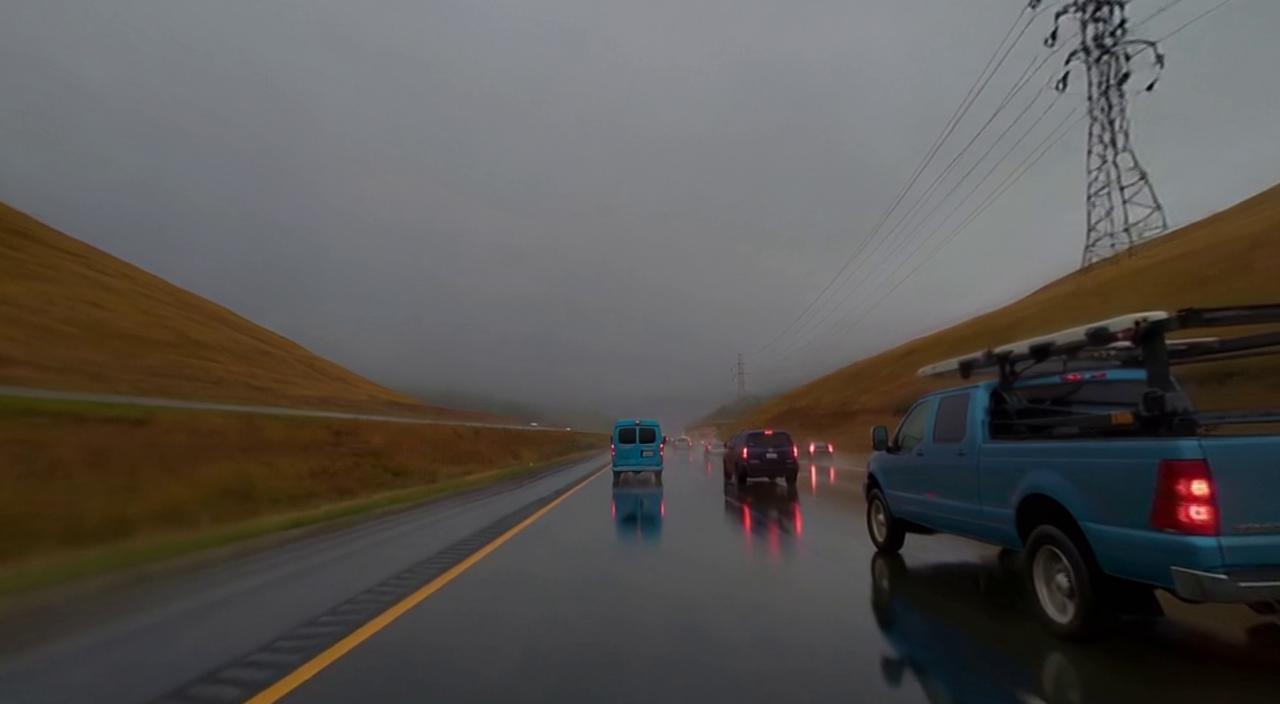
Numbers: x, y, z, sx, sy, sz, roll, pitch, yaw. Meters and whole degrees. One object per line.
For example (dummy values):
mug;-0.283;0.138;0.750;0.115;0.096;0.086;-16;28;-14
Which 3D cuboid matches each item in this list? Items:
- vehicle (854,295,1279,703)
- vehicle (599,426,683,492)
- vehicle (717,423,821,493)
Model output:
vehicle;3.903;1.030;4.540;2.691;1.901;5.744;0;-8;0
vehicle;0.053;3.226;19.331;2.268;1.772;4.523;0;-8;1
vehicle;3.634;3.095;18.750;2.139;1.821;4.480;0;-8;0
